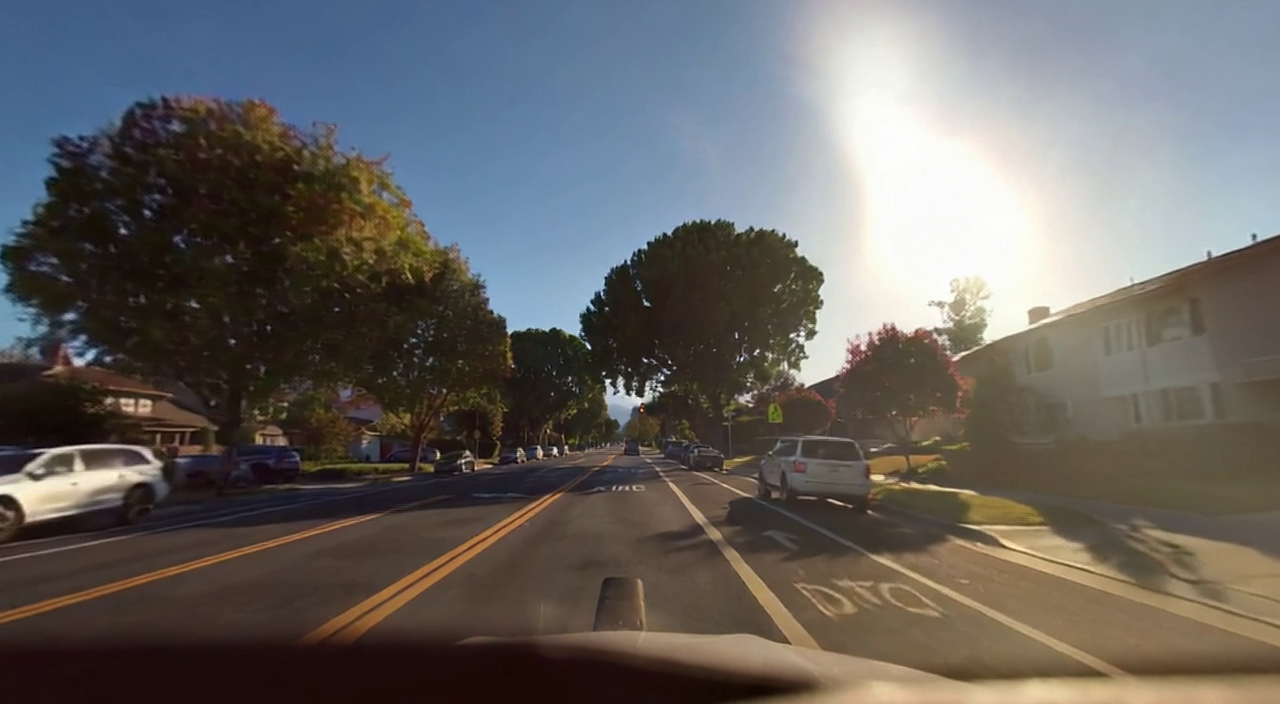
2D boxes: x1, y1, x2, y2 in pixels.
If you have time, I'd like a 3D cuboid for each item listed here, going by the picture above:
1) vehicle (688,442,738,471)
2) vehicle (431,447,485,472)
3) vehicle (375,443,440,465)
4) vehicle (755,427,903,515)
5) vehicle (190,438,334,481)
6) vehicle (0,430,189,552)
[{"bbox_3d":[4.042,5.875,35.685,1.920,1.541,4.709,0,-9,-4],"label":"vehicle"},{"bbox_3d":[-11.866,7.050,41.522,2.079,1.509,4.591,0,-9,1],"label":"vehicle"},{"bbox_3d":[-18.320,8.045,49.896,4.310,1.705,1.905,-1,-9,4],"label":"vehicle"},{"bbox_3d":[4.232,2.750,15.037,2.027,1.751,4.433,0,-9,-2],"label":"vehicle"},{"bbox_3d":[-17.916,5.088,30.045,5.764,1.898,2.201,-2,-9,11],"label":"vehicle"},{"bbox_3d":[-11.742,2.565,12.115,2.199,1.988,5.454,0,-9,-1],"label":"vehicle"}]
